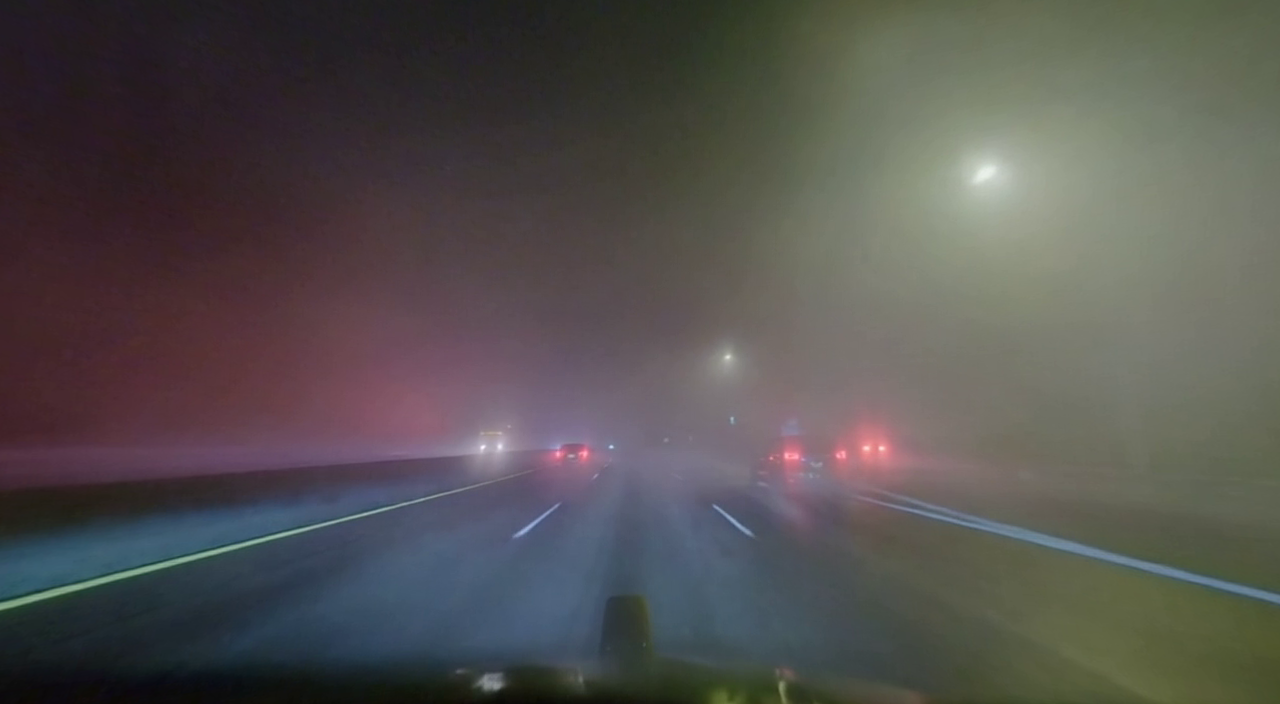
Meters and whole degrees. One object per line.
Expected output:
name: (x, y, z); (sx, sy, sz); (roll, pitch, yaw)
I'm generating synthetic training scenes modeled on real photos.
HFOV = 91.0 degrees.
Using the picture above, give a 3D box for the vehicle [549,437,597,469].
vehicle: (-3.620, 5.586, 34.929); (2.160, 1.608, 5.012); (0, -8, 0)
